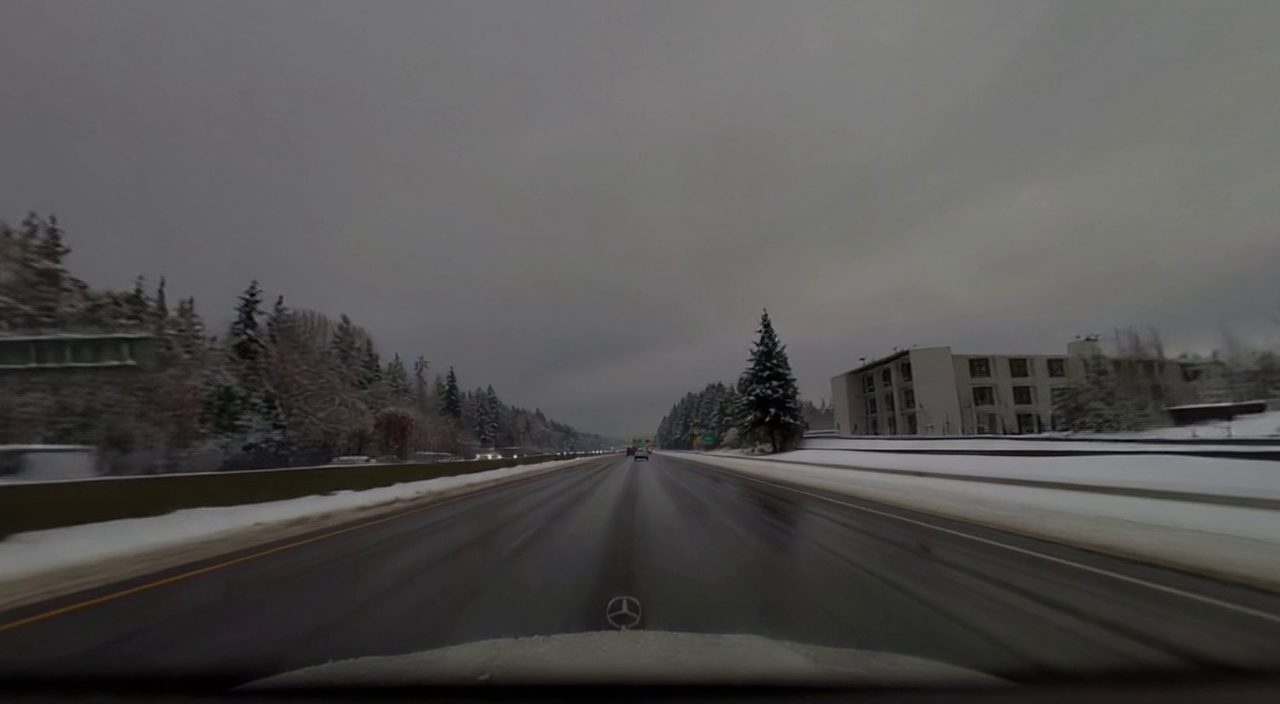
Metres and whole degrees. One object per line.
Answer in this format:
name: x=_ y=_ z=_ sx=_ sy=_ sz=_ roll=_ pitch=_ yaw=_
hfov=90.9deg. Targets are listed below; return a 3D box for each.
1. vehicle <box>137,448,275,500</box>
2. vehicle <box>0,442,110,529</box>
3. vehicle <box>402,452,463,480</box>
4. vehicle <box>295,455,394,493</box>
vehicle: x=-15.666 y=4.394 z=23.092 sx=1.970 sy=1.694 sz=4.273 roll=0 pitch=-9 yaw=0
vehicle: x=-12.099 y=2.320 z=10.950 sx=1.986 sy=1.494 sz=4.310 roll=0 pitch=-9 yaw=1
vehicle: x=-11.886 y=6.540 z=36.393 sx=1.922 sy=1.458 sz=4.410 roll=-1 pitch=-9 yaw=1
vehicle: x=-12.314 y=5.088 z=26.629 sx=1.971 sy=1.437 sz=4.488 roll=0 pitch=-9 yaw=1
